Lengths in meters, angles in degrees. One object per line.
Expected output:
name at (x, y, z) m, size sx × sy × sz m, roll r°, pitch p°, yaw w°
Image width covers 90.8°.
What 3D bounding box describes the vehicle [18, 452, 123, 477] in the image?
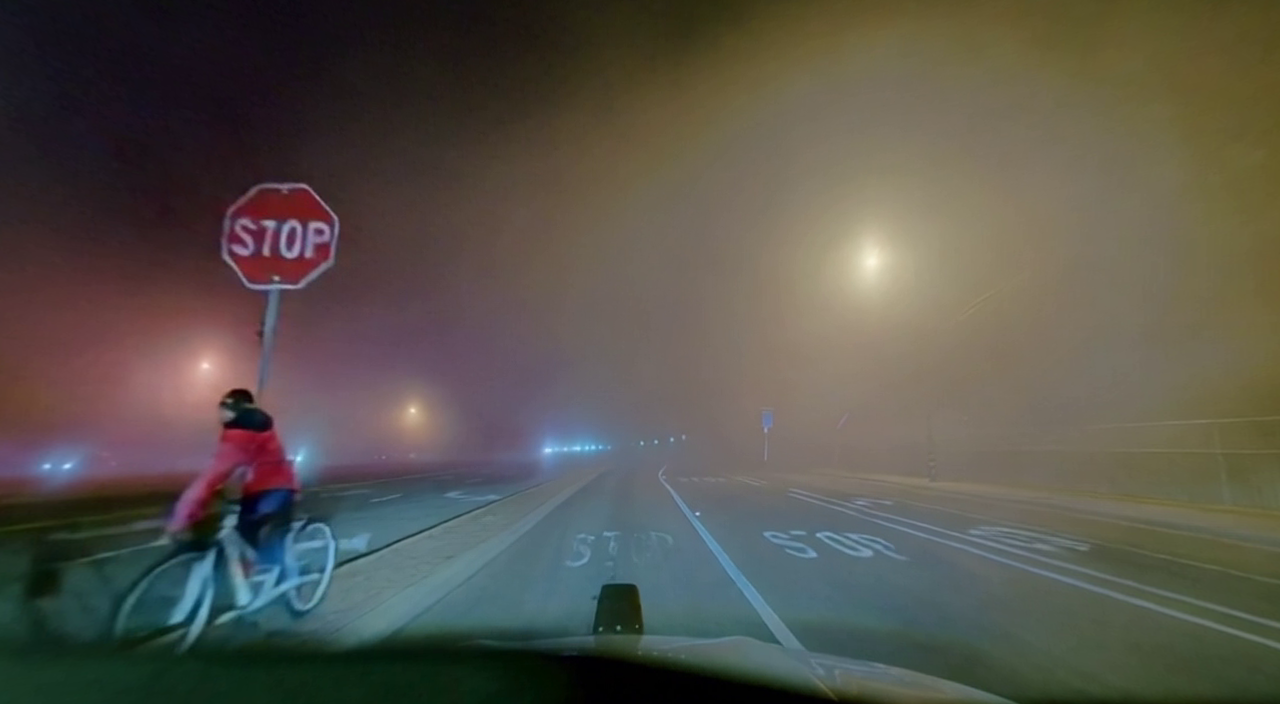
vehicle at (-33.786, 6.668, 37.560) m, size 4.327 × 1.402 × 1.757 m, roll 0°, pitch -9°, yaw -4°
